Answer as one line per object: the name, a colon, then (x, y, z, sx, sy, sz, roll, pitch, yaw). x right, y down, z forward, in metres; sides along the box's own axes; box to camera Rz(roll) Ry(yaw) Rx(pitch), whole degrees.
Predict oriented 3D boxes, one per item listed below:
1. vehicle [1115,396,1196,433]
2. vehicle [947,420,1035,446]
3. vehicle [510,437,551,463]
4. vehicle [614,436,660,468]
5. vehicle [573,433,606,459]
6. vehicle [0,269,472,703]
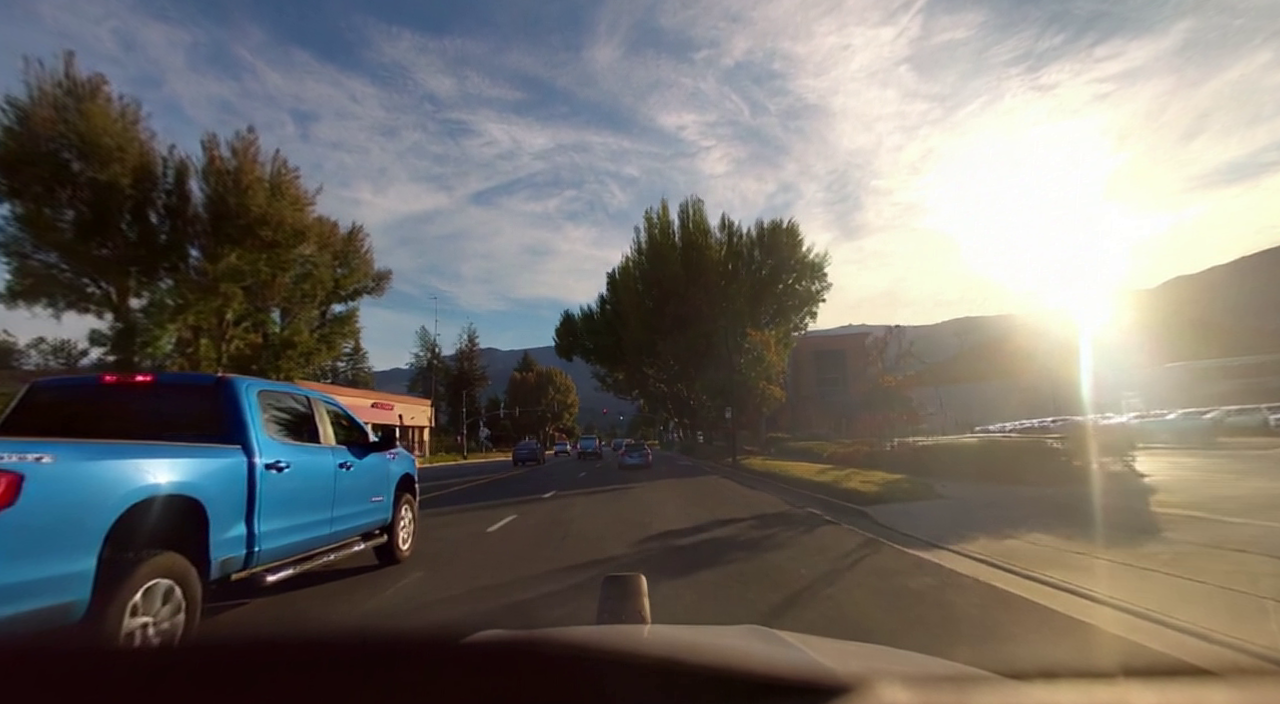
vehicle: (34.672, 4.277, 42.177, 5.297, 2.323, 2.378, 4, -9, -31)
vehicle: (22.732, 5.306, 40.778, 4.767, 1.443, 1.978, -7, -11, 28)
vehicle: (-8.117, 7.312, 47.061, 2.146, 1.788, 5.153, 0, -8, 1)
vehicle: (-0.141, 5.082, 32.127, 2.191, 1.530, 4.470, 0, -8, 0)
vehicle: (-3.952, 7.478, 49.960, 2.243, 1.976, 4.514, 0, -8, 1)
vehicle: (-3.653, 1.081, 4.883, 2.552, 2.079, 6.810, 0, -8, 3)
